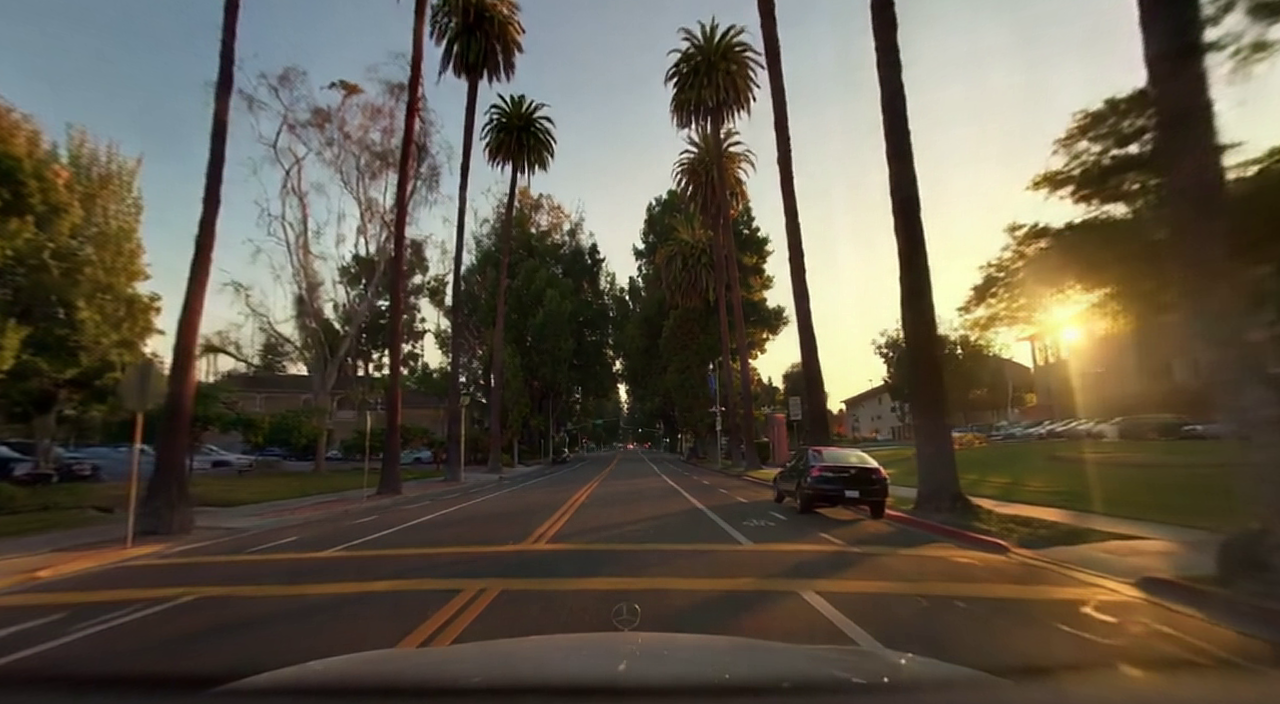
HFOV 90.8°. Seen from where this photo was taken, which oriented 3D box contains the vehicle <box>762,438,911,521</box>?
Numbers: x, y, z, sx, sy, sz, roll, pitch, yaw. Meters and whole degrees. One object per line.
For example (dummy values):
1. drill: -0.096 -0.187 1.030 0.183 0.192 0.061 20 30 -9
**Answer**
1. vehicle: 4.387 2.915 14.961 1.997 1.640 4.494 0 -9 -1
